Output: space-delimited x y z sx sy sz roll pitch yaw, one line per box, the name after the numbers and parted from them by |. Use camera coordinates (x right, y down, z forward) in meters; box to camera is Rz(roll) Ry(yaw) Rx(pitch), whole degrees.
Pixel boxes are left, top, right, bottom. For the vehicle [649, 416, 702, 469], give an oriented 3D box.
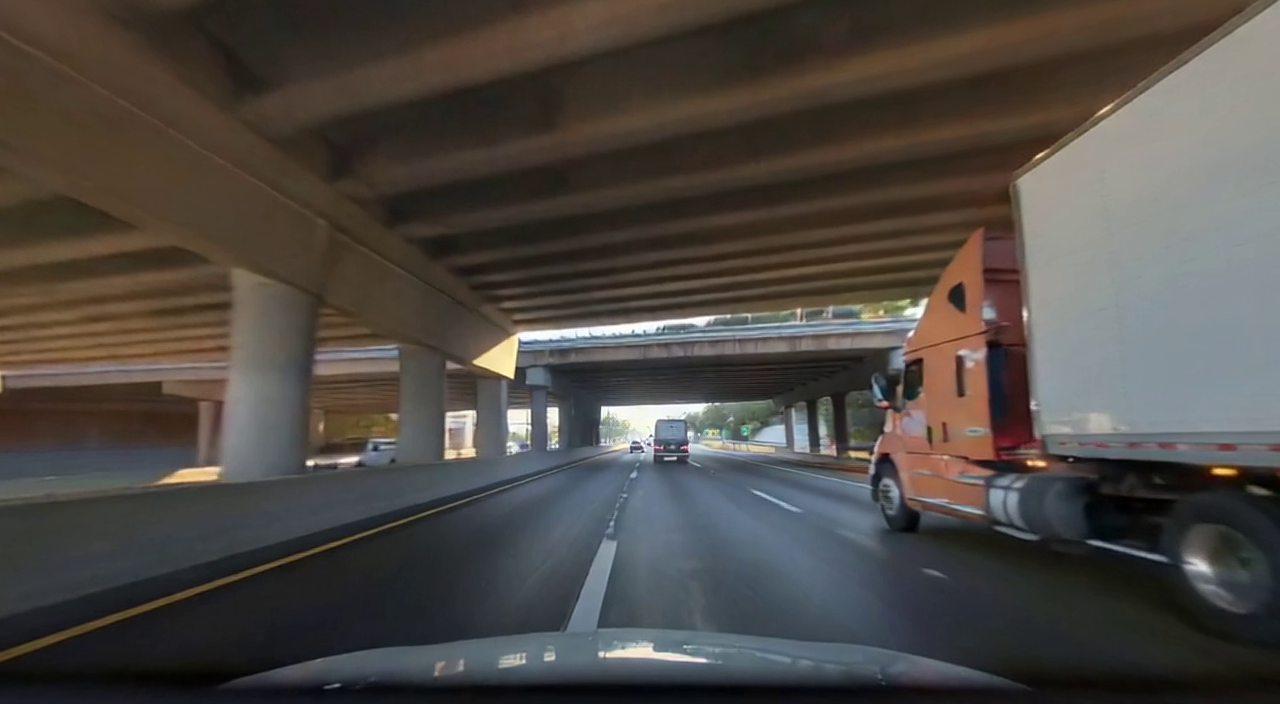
1.827 4.971 34.622 2.481 2.618 6.314 0 -8 0 | vehicle

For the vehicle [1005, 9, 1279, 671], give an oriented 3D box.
5.370 -0.461 1.123 2.997 3.983 10.860 1 -8 0 | vehicle
